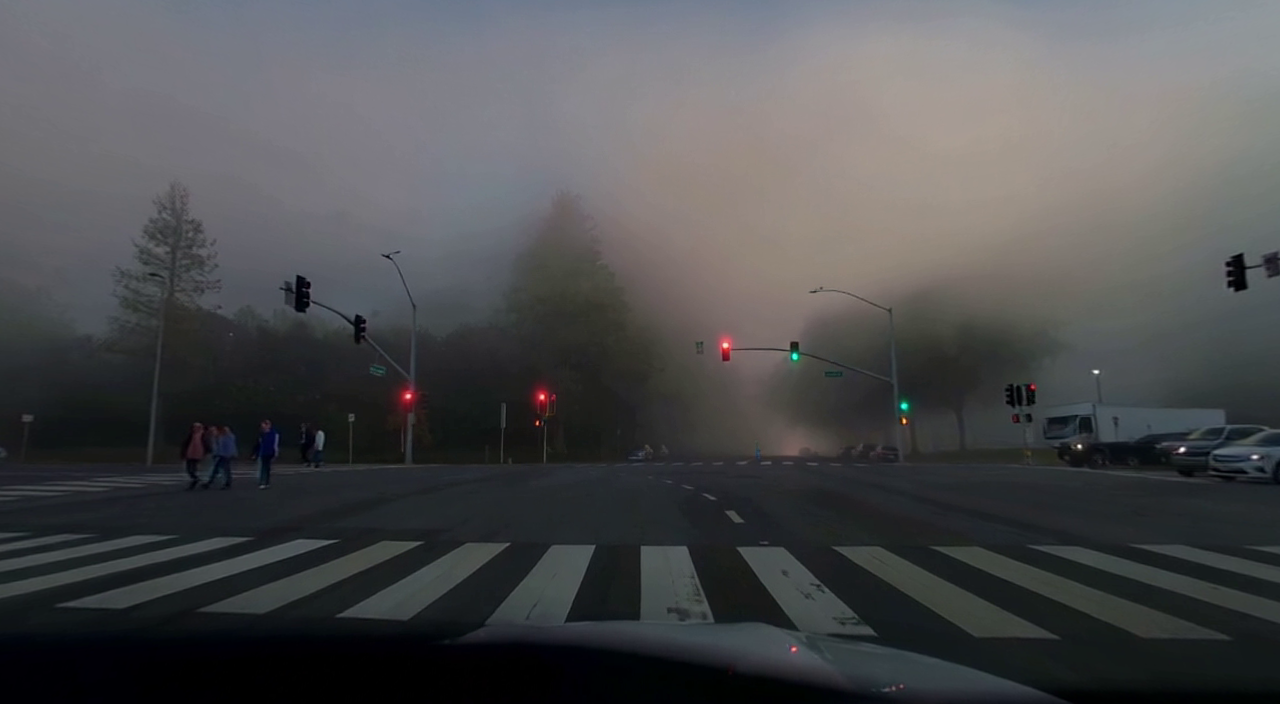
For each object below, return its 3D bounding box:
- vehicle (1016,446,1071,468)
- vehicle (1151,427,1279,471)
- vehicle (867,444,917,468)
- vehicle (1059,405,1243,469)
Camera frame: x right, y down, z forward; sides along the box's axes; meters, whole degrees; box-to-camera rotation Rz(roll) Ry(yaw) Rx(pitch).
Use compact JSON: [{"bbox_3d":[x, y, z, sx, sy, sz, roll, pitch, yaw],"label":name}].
[{"bbox_3d":[27.687,7.184,43.465,1.589,1.405,3.633,-1,-9,6],"label":"vehicle"},{"bbox_3d":[21.314,3.414,22.304,4.740,1.464,1.876,-1,-9,3],"label":"vehicle"},{"bbox_3d":[17.514,7.244,44.102,1.789,1.557,4.293,0,-9,1],"label":"vehicle"},{"bbox_3d":[22.971,3.867,28.672,5.855,2.746,2.523,-1,-9,4],"label":"vehicle"}]
